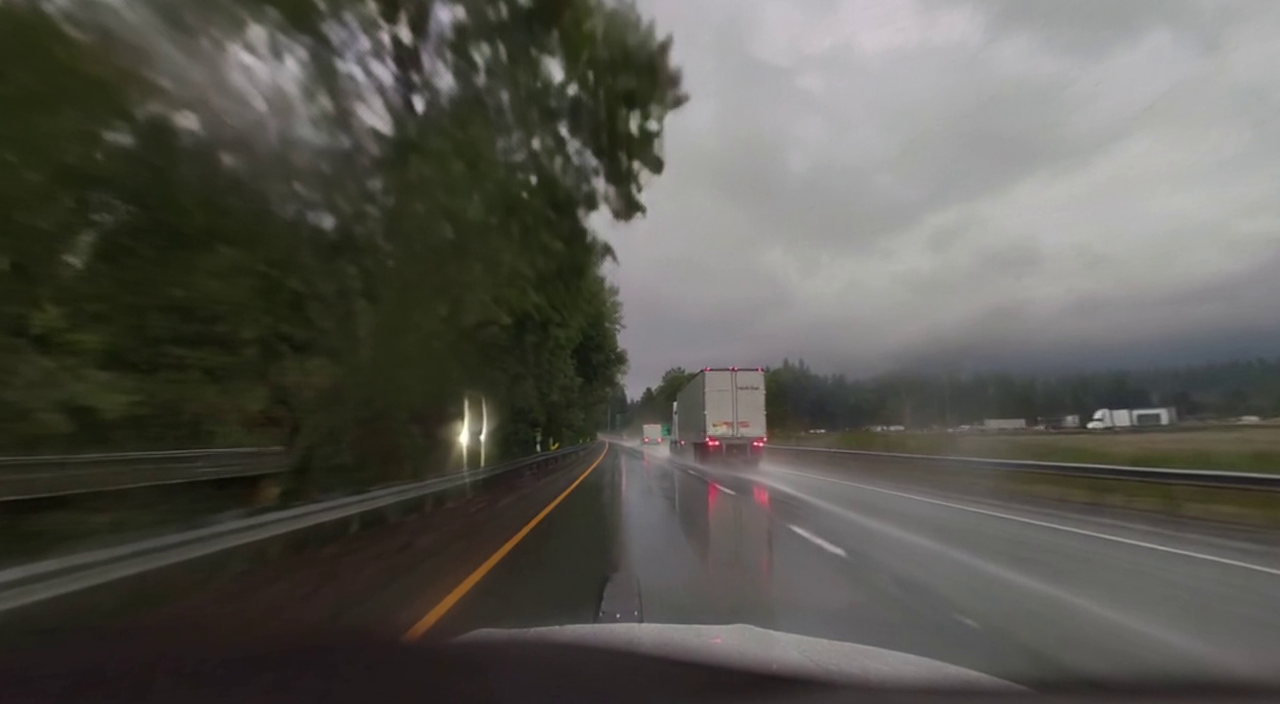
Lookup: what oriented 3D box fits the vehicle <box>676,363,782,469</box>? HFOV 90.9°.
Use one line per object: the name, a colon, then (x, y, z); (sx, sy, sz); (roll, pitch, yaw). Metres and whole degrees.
vehicle: (3.759, 3.296, 30.541); (2.974, 4.003, 12.849); (1, -8, -1)
